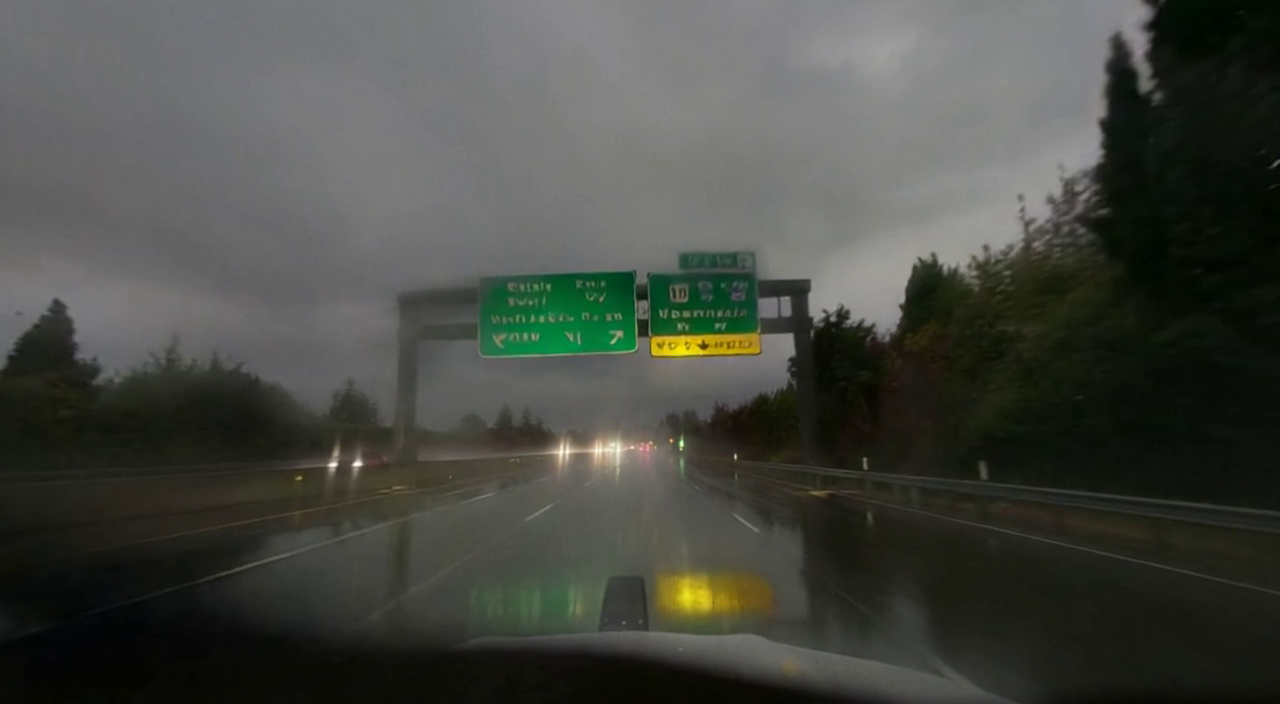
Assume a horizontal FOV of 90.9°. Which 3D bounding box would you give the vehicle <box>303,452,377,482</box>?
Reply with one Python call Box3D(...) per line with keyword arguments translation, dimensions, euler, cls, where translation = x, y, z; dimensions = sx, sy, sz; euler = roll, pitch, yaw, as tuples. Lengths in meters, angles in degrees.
Box3D(translation=(-16.759, 6.428, 35.471), dimensions=(1.889, 1.542, 4.553), euler=(0, -9, 0), cls="vehicle")
